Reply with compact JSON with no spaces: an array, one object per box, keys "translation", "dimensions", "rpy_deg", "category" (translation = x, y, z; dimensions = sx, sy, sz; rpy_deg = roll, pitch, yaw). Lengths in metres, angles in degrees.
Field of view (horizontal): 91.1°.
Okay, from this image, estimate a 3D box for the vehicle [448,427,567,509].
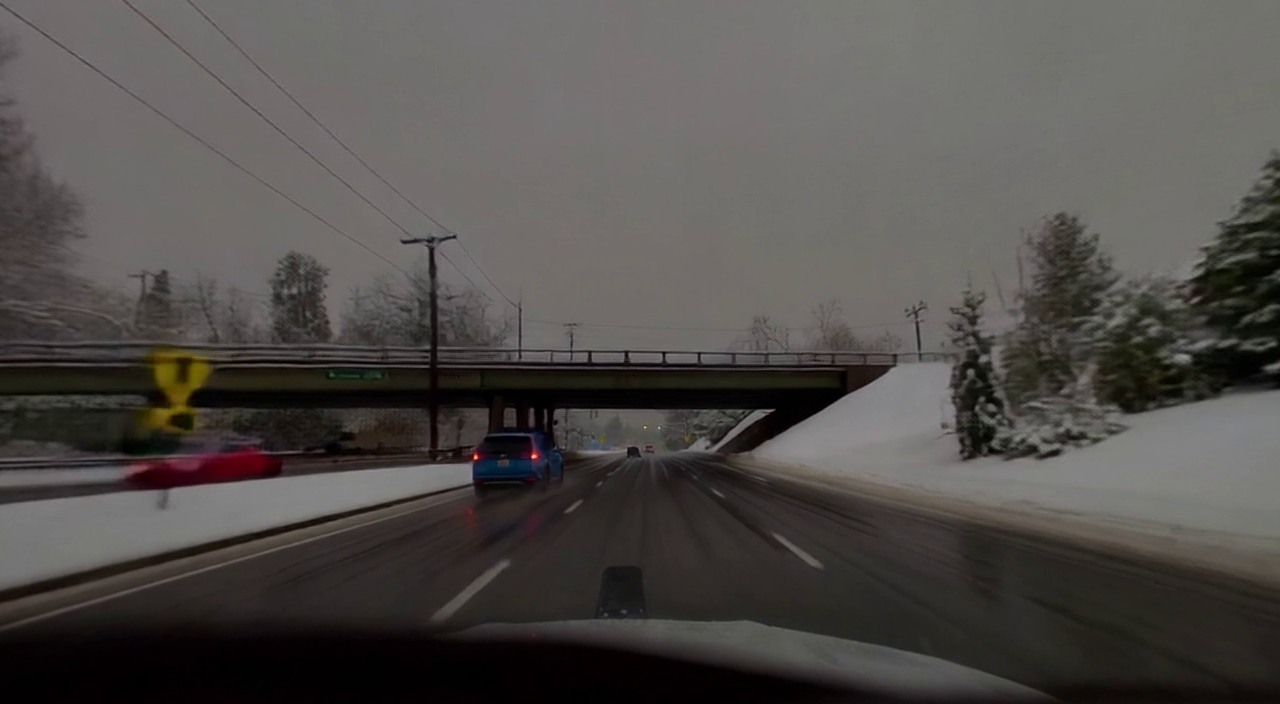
[{"translation":[-3.045,2.772,15.461],"dimensions":[1.882,1.704,4.335],"rpy_deg":[0,-9,1],"category":"vehicle"}]
